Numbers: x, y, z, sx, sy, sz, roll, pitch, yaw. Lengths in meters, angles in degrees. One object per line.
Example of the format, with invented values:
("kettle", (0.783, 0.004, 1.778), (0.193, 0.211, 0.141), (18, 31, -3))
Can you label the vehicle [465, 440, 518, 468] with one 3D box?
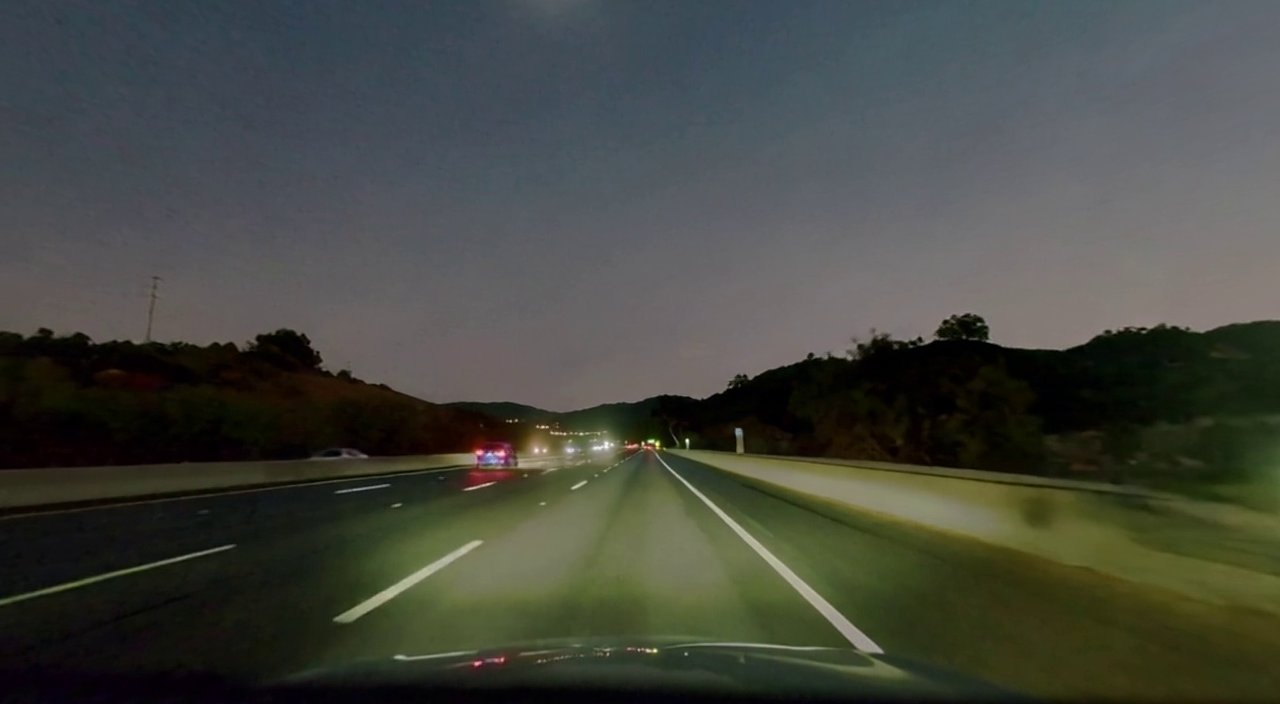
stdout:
("vehicle", (-9.861, 6.796, 42.242), (2.152, 1.753, 4.972), (0, -8, 2))
